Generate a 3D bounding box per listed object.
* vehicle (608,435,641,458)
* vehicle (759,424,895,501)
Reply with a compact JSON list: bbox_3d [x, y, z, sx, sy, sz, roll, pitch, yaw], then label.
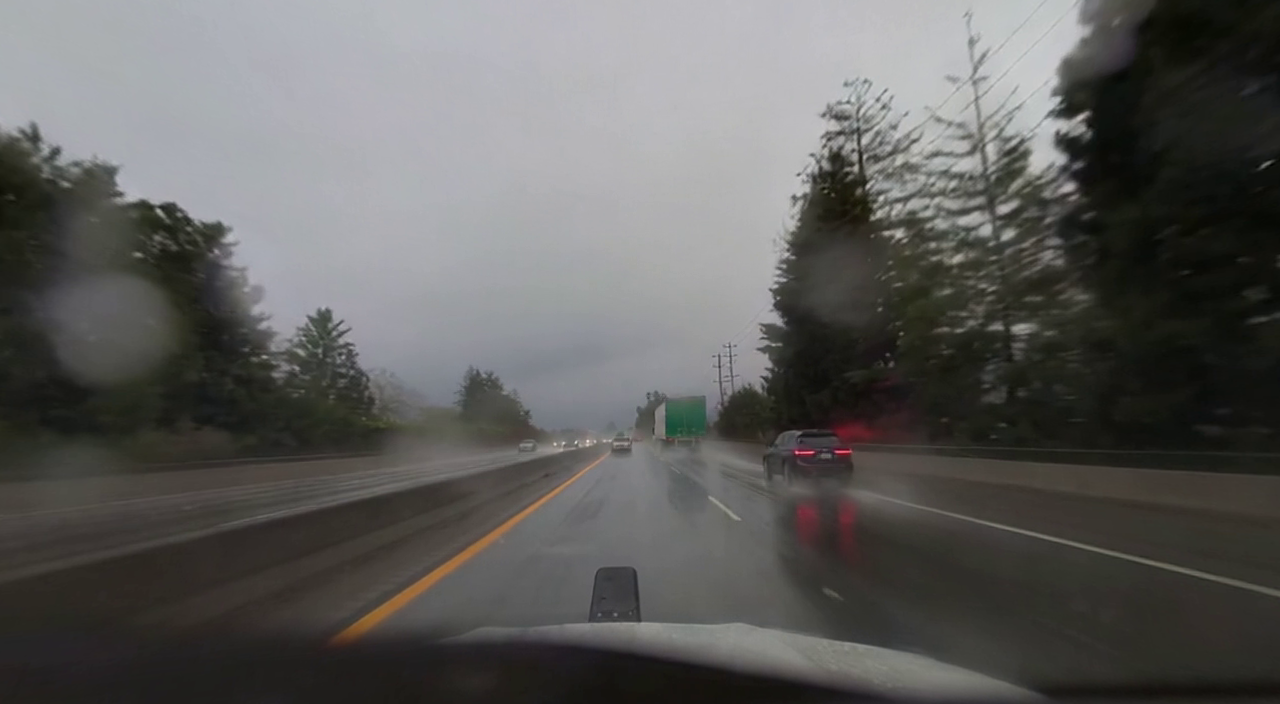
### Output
[{"bbox_3d":[-1.019,6.354,42.490,2.163,1.466,3.693,0,-8,-1],"label":"vehicle"},{"bbox_3d":[4.241,2.548,15.016,1.930,1.573,3.853,0,-8,-2],"label":"vehicle"}]
